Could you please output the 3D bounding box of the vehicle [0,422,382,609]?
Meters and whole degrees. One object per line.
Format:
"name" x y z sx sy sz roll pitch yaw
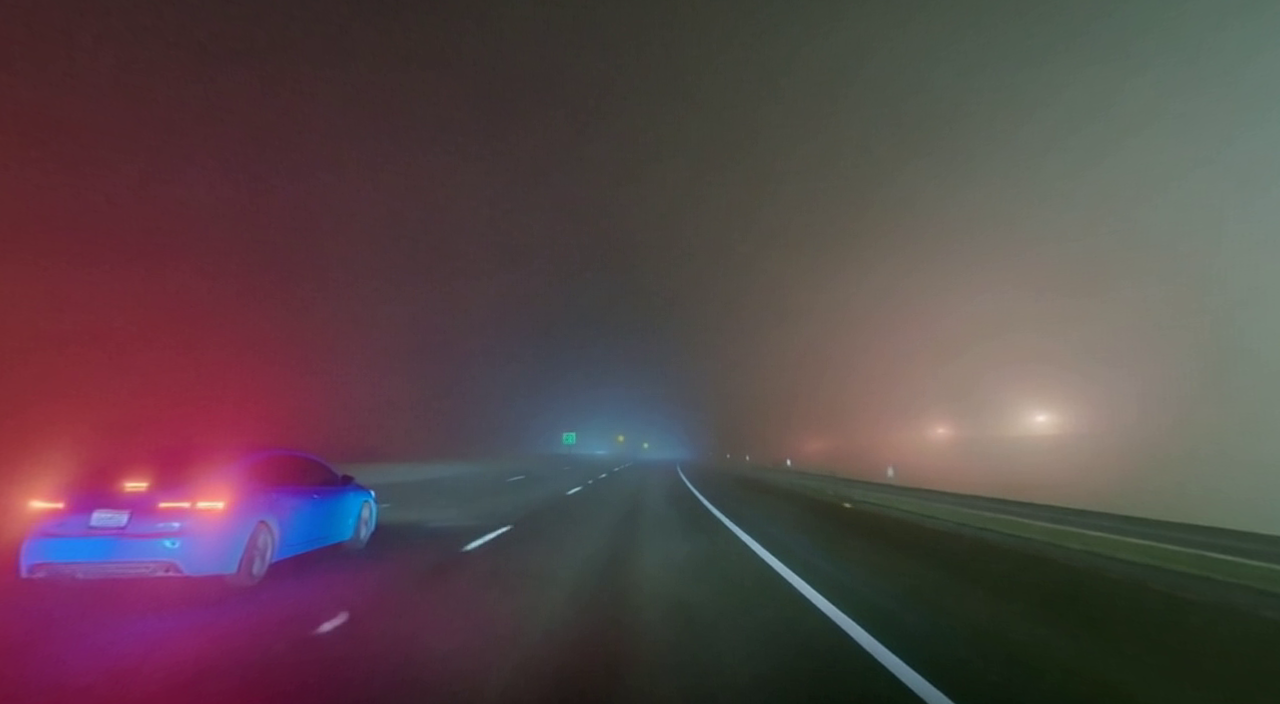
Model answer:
"vehicle" -4.682 1.622 7.086 1.928 1.504 3.745 0 -9 1
